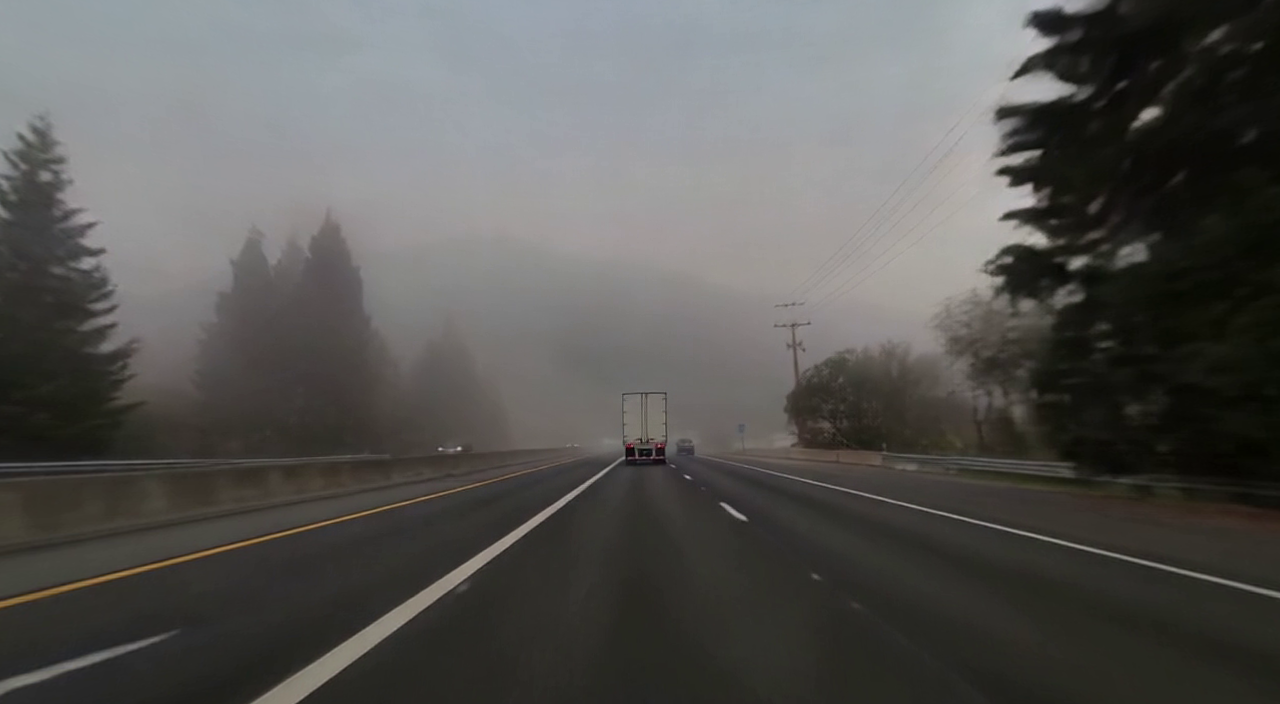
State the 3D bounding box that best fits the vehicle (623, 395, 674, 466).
[{"bbox_3d":[0.429,5.353,42.107,2.919,4.101,11.541,0,-8,-1],"label":"vehicle"}]
